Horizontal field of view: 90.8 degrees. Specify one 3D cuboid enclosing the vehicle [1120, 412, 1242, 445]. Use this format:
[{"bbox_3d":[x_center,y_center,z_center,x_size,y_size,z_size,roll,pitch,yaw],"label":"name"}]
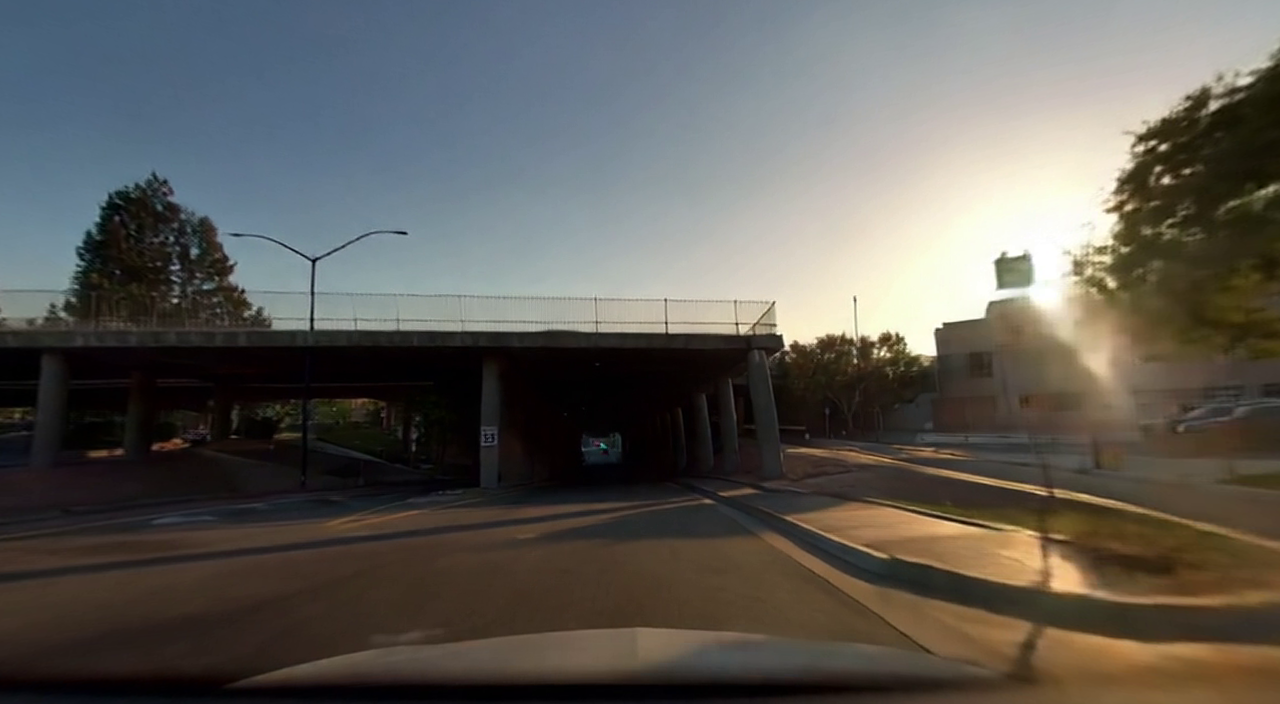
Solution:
[{"bbox_3d":[25.311,3.635,29.790,1.931,1.465,4.207,0,-8,-3],"label":"vehicle"}]
